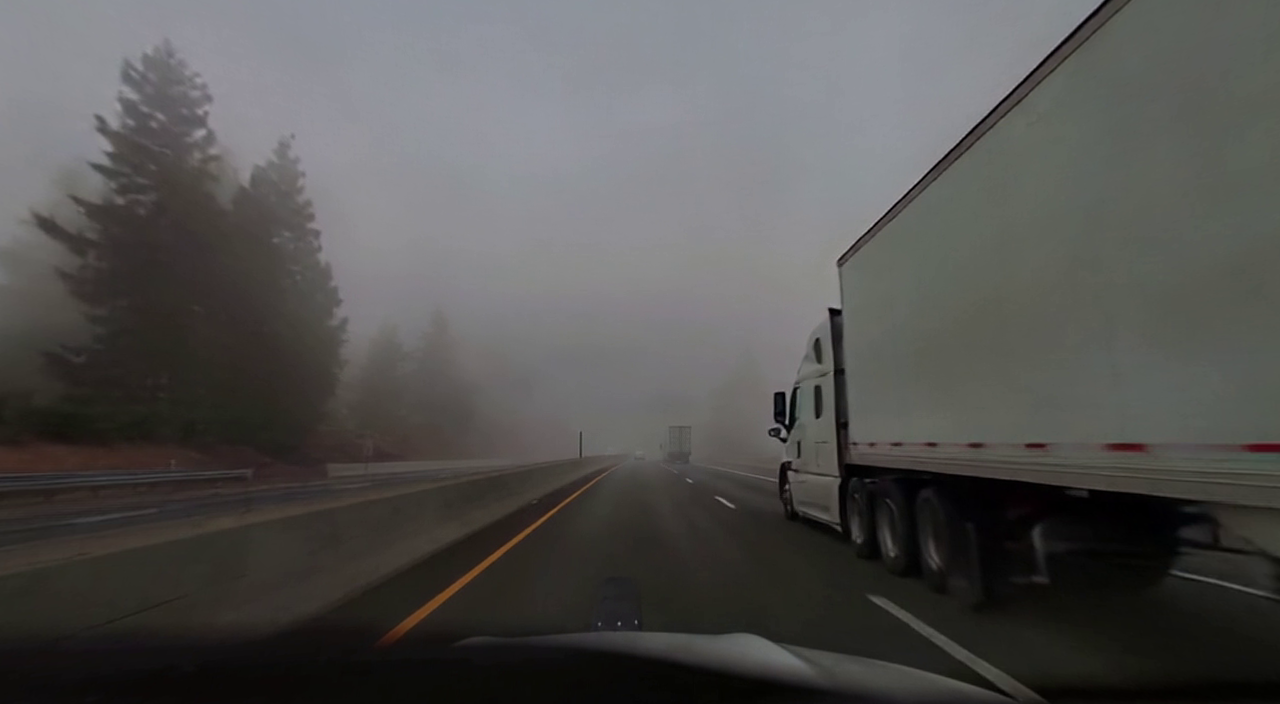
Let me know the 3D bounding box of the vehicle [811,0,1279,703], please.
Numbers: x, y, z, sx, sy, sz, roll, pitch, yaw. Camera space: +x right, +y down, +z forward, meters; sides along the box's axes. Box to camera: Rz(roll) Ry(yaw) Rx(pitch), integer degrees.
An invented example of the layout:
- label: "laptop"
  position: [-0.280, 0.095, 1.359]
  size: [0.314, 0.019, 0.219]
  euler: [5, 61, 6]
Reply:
- label: "vehicle"
  position: [4.163, -0.367, 2.093]
  size: [2.926, 4.060, 14.068]
  euler: [0, -9, -1]
